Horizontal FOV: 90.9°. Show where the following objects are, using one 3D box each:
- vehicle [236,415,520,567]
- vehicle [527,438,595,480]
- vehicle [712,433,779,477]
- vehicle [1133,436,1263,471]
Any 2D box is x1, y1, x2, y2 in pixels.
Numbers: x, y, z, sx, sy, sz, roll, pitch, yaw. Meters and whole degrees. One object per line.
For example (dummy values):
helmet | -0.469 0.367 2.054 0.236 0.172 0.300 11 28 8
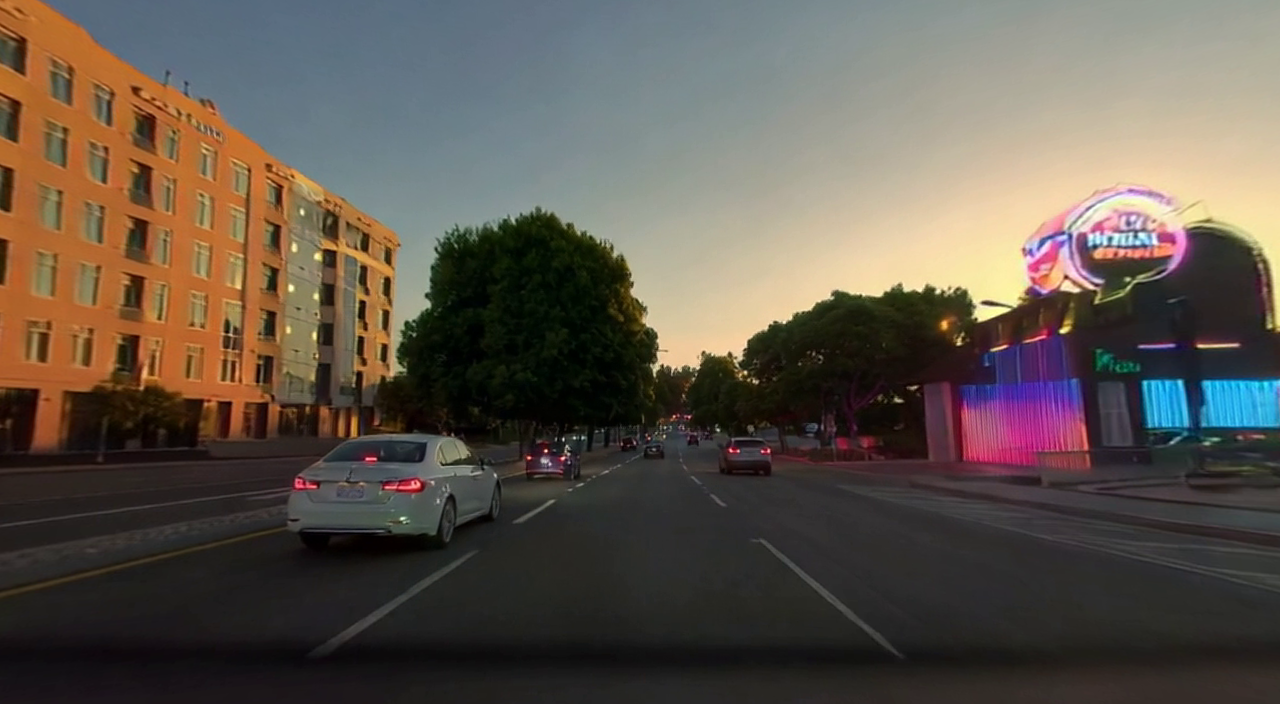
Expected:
vehicle | -3.181 1.790 8.910 2.118 1.568 4.436 0 -8 0
vehicle | -2.951 4.119 24.495 1.980 1.454 4.226 -1 -8 2
vehicle | 4.345 4.318 26.657 2.103 1.699 4.171 0 -8 0
vehicle | 29.089 5.301 33.002 4.667 1.674 1.767 -1 -9 13
